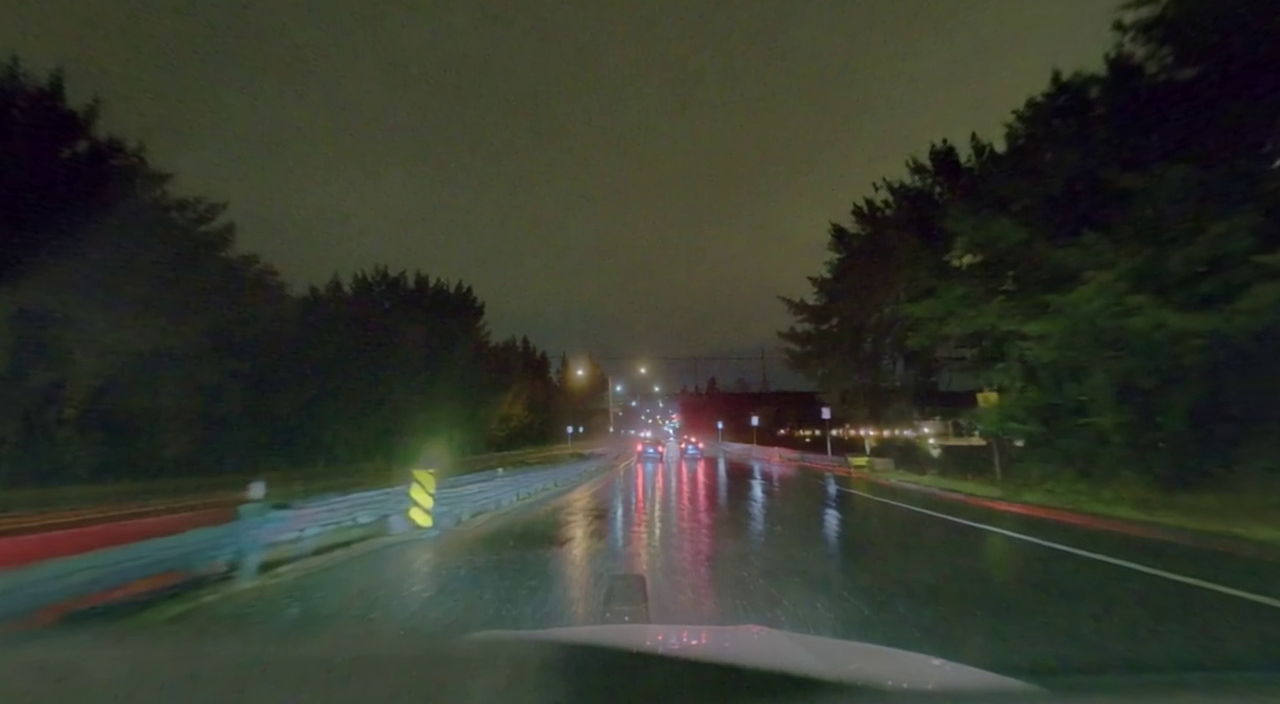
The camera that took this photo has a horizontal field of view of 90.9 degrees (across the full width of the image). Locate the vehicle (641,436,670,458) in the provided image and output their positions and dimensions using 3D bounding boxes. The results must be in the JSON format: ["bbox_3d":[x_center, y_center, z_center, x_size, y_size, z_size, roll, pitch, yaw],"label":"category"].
[{"bbox_3d":[1.107,6.960,46.133,2.039,1.462,4.203,0,-9,1],"label":"vehicle"}]
